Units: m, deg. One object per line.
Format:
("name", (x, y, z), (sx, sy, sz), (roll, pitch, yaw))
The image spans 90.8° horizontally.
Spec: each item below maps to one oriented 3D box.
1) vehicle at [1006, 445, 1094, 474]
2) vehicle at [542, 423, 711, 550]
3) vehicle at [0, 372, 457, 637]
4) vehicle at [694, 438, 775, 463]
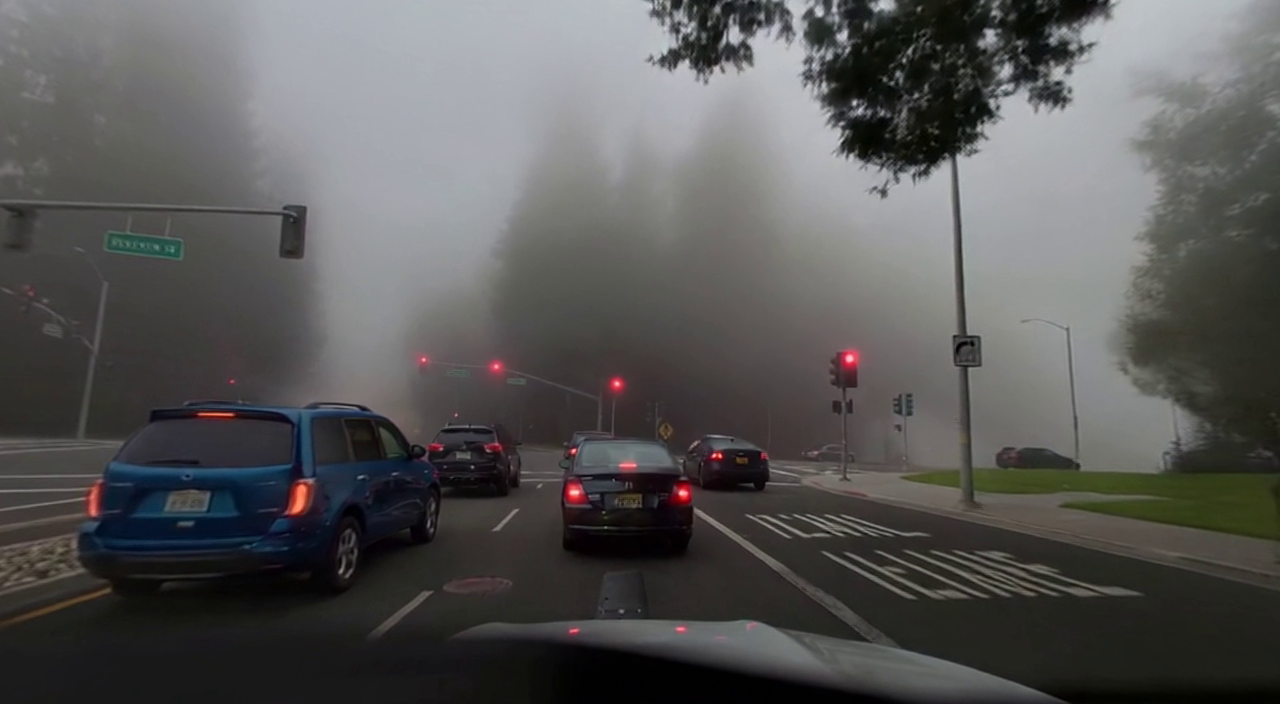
("vehicle", (26.747, 7.019, 41.267), (4.394, 1.802, 1.924), (0, -8, -3))
("vehicle", (-0.328, 1.923, 9.778), (2.001, 1.483, 4.442), (0, -8, -4))
("vehicle", (-3.380, 1.324, 6.454), (1.924, 1.737, 4.387), (0, -8, -3))
("vehicle", (5.841, 6.099, 39.244), (4.609, 1.513, 1.861), (1, -8, -5))
